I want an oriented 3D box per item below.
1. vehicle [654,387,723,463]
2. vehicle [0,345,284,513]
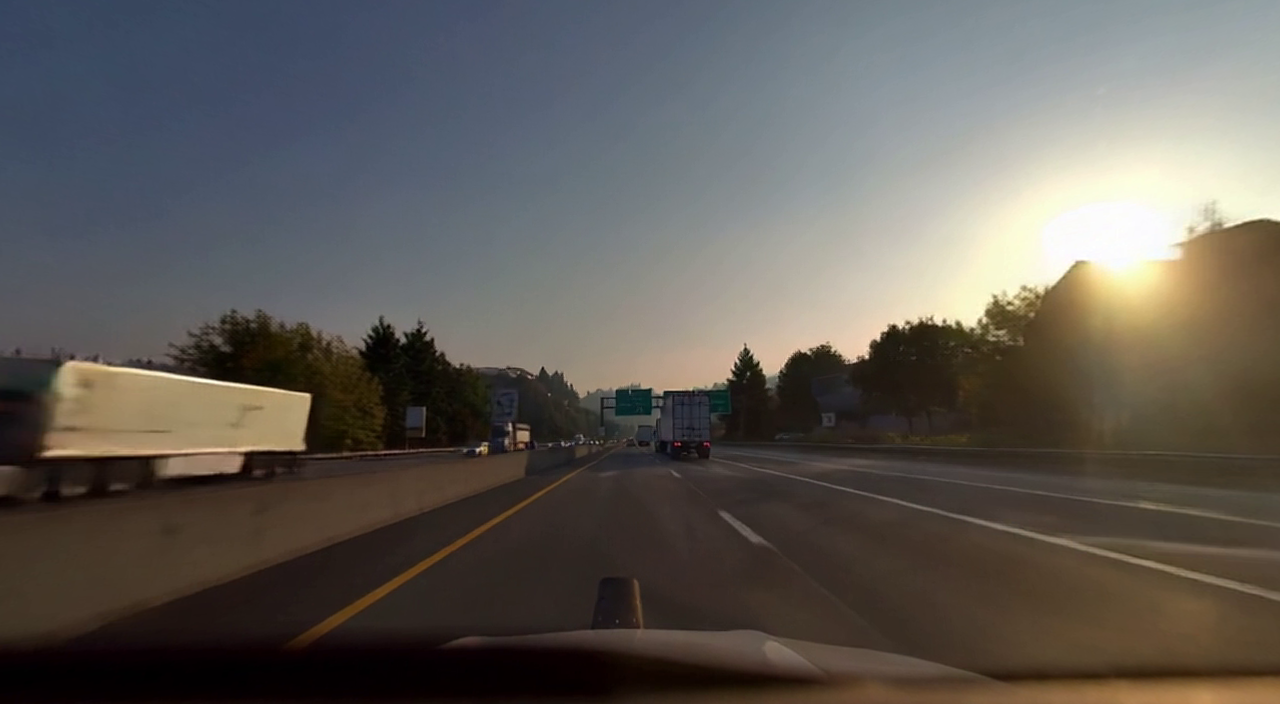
[{"bbox_3d":[2.693,4.785,40.087,2.954,3.995,13.335,0,-8,-2],"label":"vehicle"},{"bbox_3d":[-17.466,2.659,21.082,3.090,4.123,13.984,0,-8,-1],"label":"vehicle"}]
